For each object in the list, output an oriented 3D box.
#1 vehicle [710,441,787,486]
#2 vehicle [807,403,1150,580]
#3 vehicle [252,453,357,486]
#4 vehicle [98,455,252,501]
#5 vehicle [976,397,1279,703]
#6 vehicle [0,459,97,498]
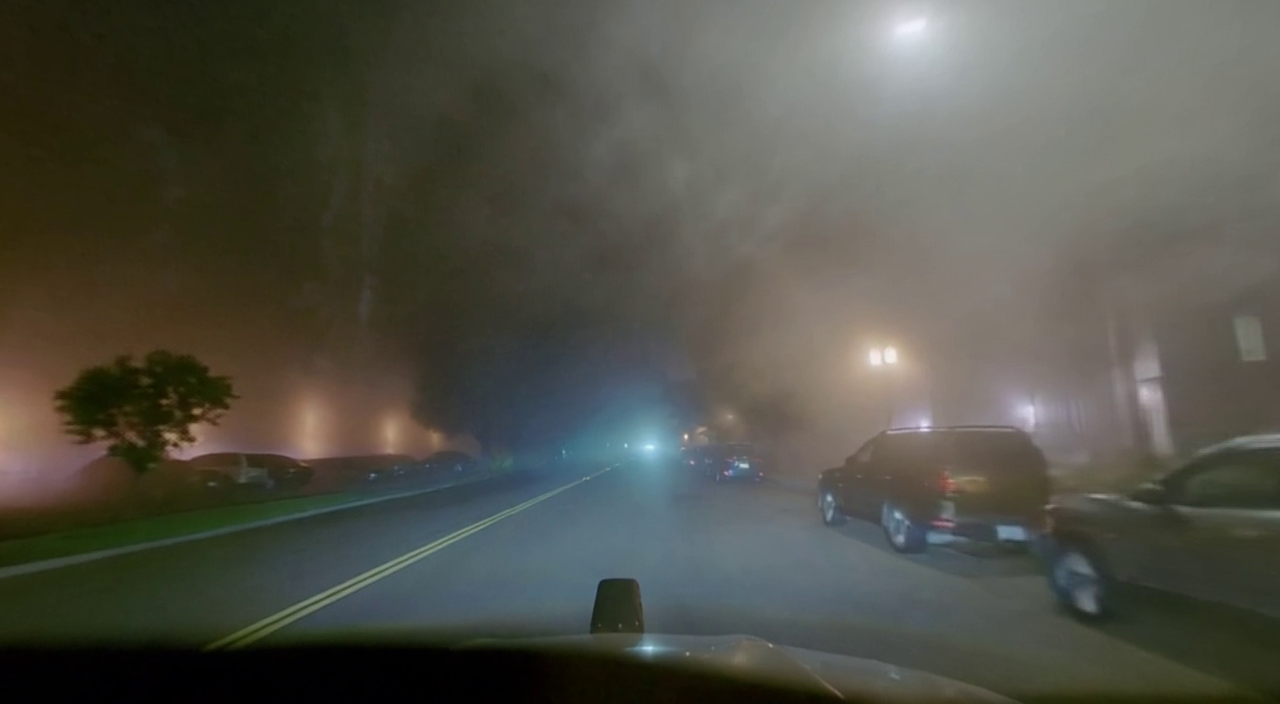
[{"bbox_3d":[4.076,4.281,24.663,1.952,1.538,5.215,0,-8,-1],"label":"vehicle"},{"bbox_3d":[3.935,1.700,8.469,2.104,1.726,4.288,0,-8,-1],"label":"vehicle"},{"bbox_3d":[-15.866,5.528,29.907,4.181,1.467,1.851,-3,-9,16],"label":"vehicle"},{"bbox_3d":[-16.209,4.344,22.066,4.491,1.455,1.959,-3,-9,18],"label":"vehicle"},{"bbox_3d":[4.055,0.991,3.121,1.933,1.528,5.006,0,-8,-1],"label":"vehicle"},{"bbox_3d":[-26.404,5.405,27.097,4.376,1.523,1.781,5,-10,-32],"label":"vehicle"}]
